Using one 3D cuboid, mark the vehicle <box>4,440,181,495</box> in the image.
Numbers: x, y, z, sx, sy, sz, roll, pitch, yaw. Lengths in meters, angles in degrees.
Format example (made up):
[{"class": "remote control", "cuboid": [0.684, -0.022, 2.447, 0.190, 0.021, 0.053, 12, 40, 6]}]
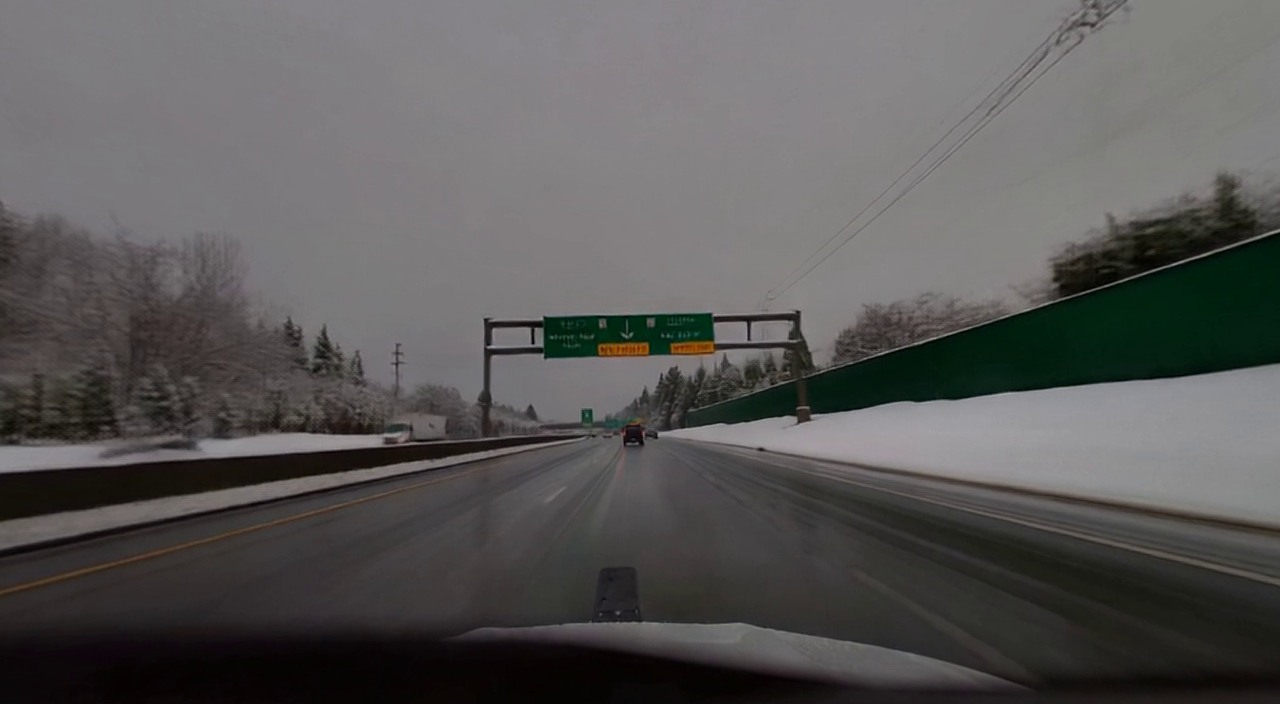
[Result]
[{"class": "vehicle", "cuboid": [-16.327, 3.409, 19.100, 1.850, 1.447, 3.945, 0, -8, -1]}]
